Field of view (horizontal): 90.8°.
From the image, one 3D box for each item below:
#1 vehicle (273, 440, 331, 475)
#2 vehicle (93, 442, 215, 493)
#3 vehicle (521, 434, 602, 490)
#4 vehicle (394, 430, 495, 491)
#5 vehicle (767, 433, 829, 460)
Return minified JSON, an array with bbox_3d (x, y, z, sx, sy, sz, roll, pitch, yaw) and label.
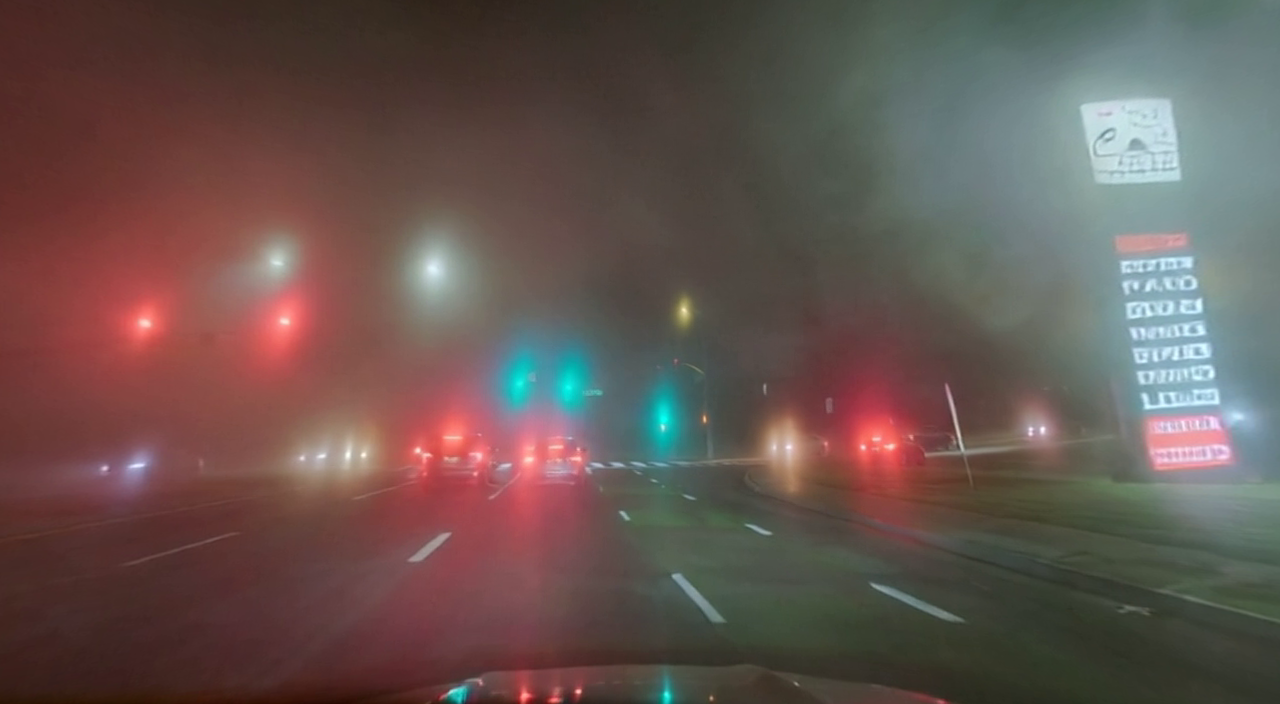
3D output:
[{"bbox_3d":[-21.224,6.686,39.810,1.863,1.722,4.328,-8,-10,-11],"label":"vehicle"},{"bbox_3d":[-18.835,4.441,24.743,1.985,1.537,4.013,-3,-6,-7],"label":"vehicle"},{"bbox_3d":[-2.397,3.337,19.497,2.176,1.489,4.518,1,-9,-6],"label":"vehicle"},{"bbox_3d":[-5.782,3.262,19.340,2.057,1.610,4.891,1,-9,-7],"label":"vehicle"},{"bbox_3d":[10.172,6.059,40.495,4.166,1.622,1.908,8,-12,-44],"label":"vehicle"}]
